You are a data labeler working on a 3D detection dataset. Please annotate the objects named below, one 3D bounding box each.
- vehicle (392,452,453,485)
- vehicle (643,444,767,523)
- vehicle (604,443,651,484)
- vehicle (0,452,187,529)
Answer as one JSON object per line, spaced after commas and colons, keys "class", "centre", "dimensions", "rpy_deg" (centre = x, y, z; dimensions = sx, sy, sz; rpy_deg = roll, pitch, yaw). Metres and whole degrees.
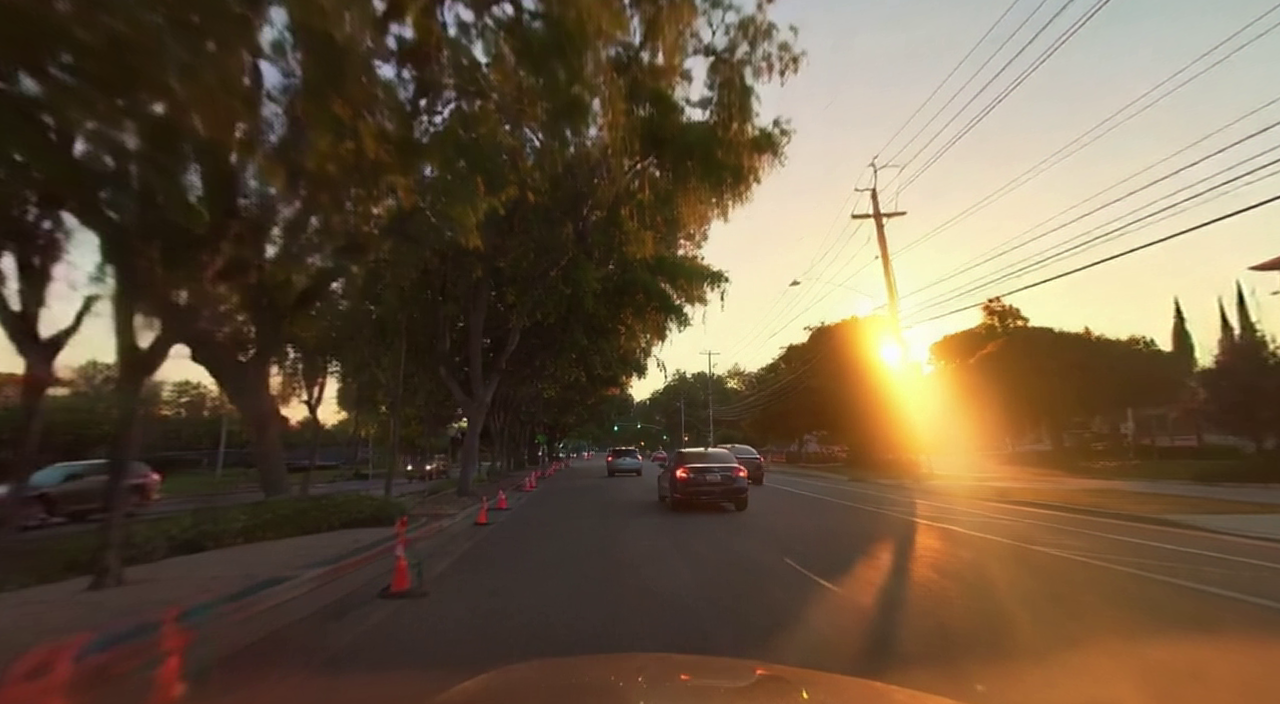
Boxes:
{"class": "vehicle", "centre": [-12.670, 6.794, 37.091], "dimensions": [1.971, 1.712, 4.400], "rpy_deg": [-1, -9, 0]}
{"class": "vehicle", "centre": [1.259, 2.860, 14.383], "dimensions": [1.977, 1.460, 4.565], "rpy_deg": [0, -9, -5]}
{"class": "vehicle", "centre": [-0.531, 5.164, 29.533], "dimensions": [2.050, 1.745, 3.915], "rpy_deg": [-1, -9, 0]}
{"class": "vehicle", "centre": [-16.443, 3.947, 18.731], "dimensions": [2.016, 1.862, 5.328], "rpy_deg": [-1, -9, 0]}
